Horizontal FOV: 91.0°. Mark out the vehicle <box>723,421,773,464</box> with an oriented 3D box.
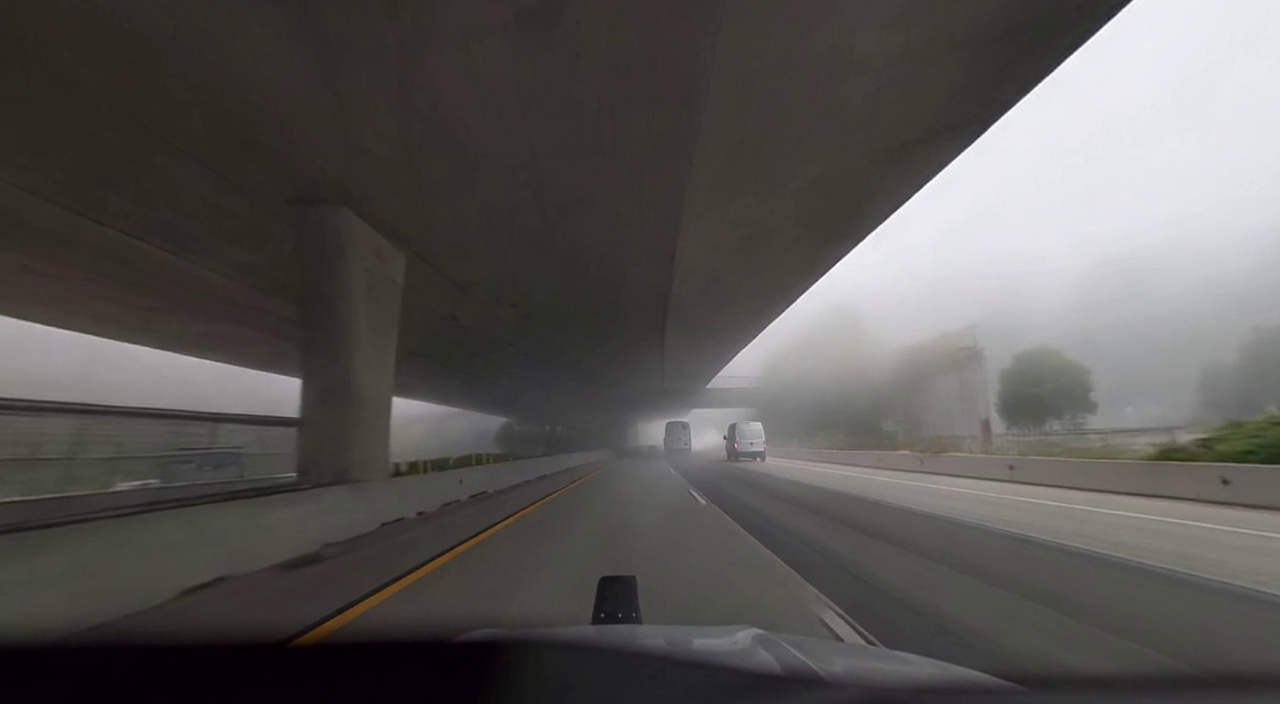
[{"bbox_3d":[7.589,6.455,45.035,2.379,2.819,6.294,0,-8,0],"label":"vehicle"}]
